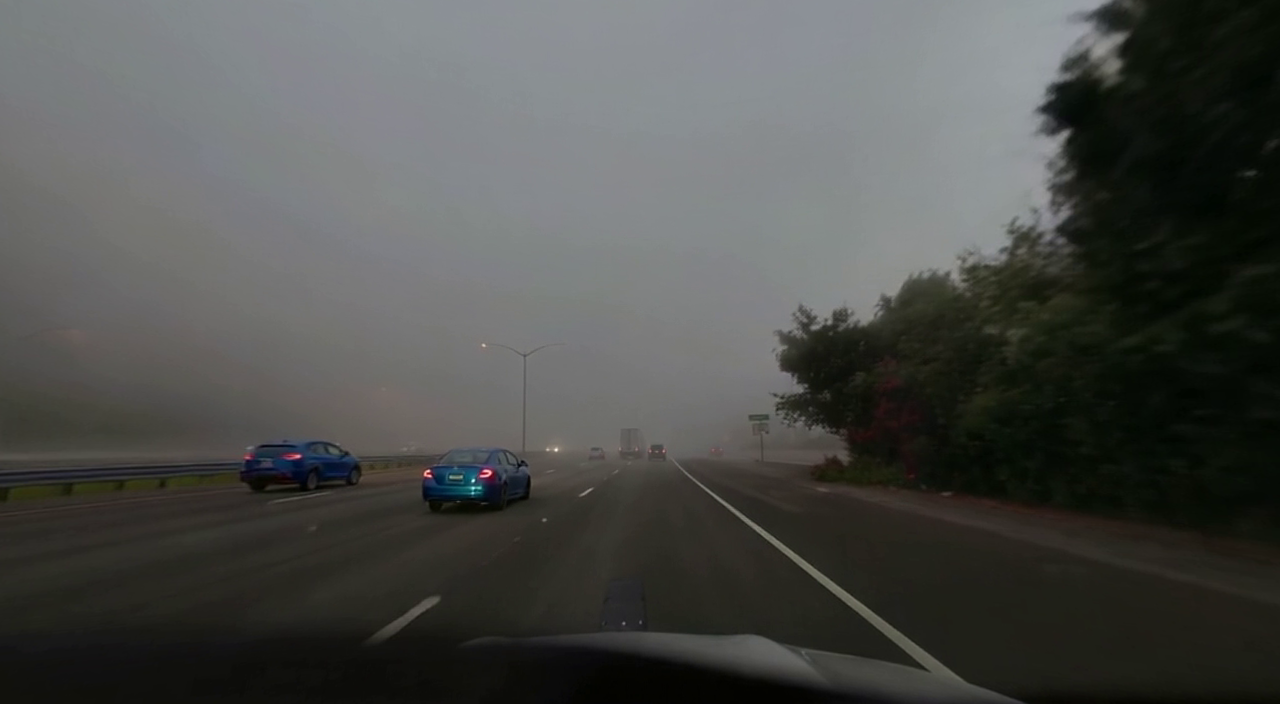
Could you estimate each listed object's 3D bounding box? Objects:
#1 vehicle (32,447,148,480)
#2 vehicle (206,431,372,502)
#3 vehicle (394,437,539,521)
[{"bbox_3d":[-28.222,5.698,32.571,1.876,1.564,4.457,-1,-8,1],"label":"vehicle"},{"bbox_3d":[-10.328,3.388,19.175,2.044,1.810,5.016,-1,-8,2],"label":"vehicle"},{"bbox_3d":[-3.498,2.603,13.481,1.953,1.511,3.704,-1,-8,1],"label":"vehicle"}]
